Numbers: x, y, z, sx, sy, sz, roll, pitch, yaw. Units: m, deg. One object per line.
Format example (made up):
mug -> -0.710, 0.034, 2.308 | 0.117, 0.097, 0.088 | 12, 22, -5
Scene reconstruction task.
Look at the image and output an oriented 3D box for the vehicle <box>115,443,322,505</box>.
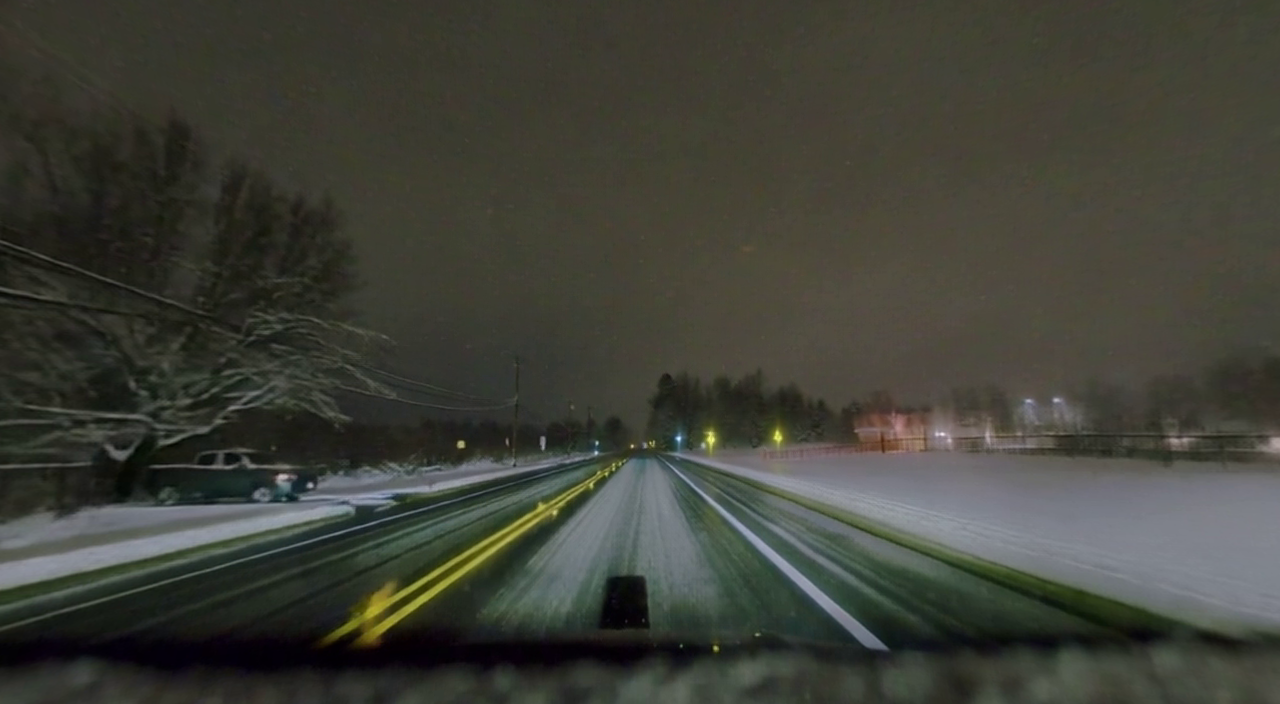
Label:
vehicle -> -12.781, 3.700, 19.409 | 4.813, 1.763, 2.048 | 0, -8, -2
